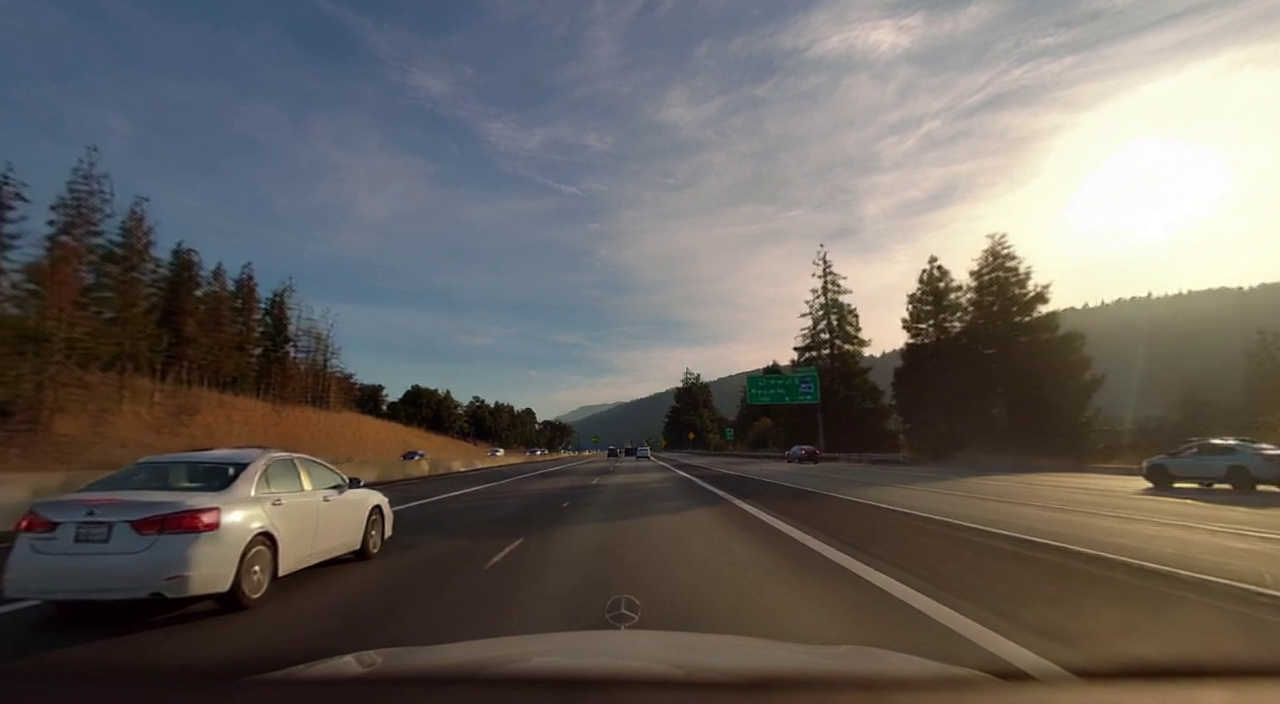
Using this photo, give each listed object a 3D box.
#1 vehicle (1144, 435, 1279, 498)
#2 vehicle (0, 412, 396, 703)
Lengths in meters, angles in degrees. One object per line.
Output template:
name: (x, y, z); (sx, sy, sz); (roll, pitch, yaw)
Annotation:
vehicle: (18.678, 3.444, 19.173); (1.973, 1.766, 4.726); (3, -10, -21)
vehicle: (-3.986, 1.456, 5.550); (1.988, 1.585, 4.215); (0, -9, 0)
